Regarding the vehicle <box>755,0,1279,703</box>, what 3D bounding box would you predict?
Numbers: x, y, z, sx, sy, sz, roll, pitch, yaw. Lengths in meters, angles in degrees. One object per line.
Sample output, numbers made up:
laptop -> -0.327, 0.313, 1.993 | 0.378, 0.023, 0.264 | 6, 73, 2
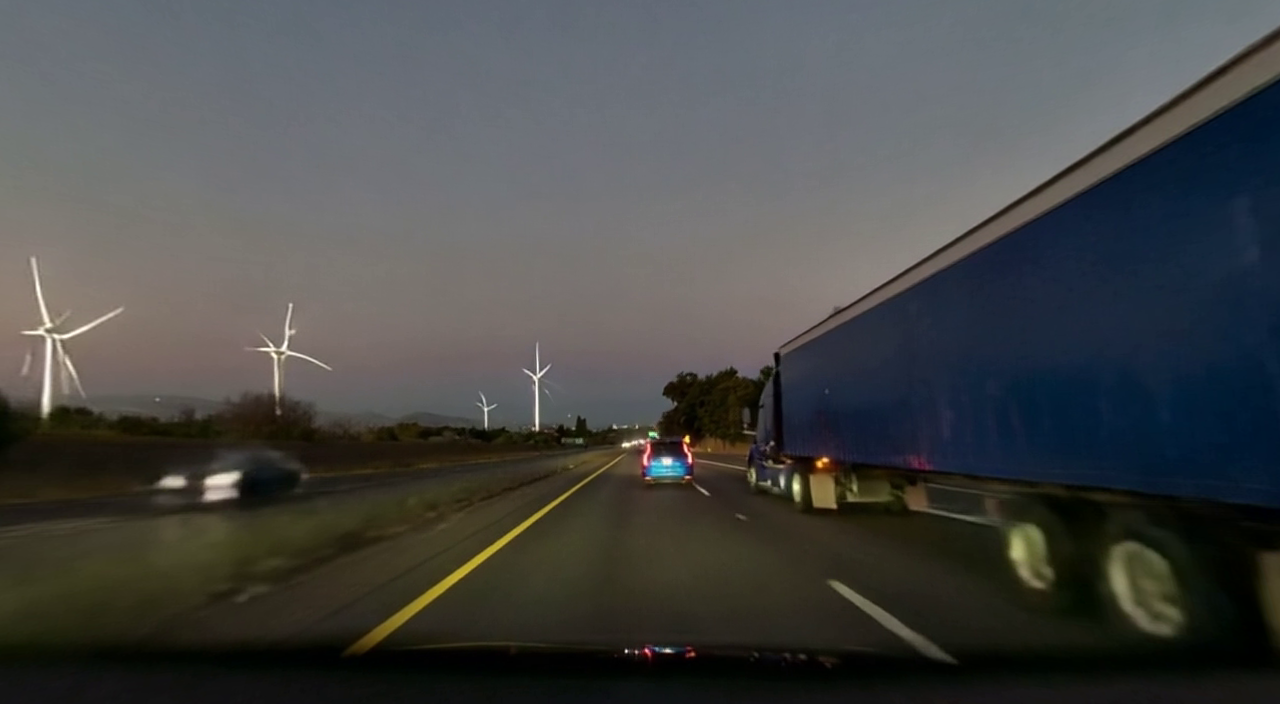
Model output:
vehicle -> 4.706, 0.588, 8.604 | 3.129, 4.126, 14.913 | 0, -8, -1

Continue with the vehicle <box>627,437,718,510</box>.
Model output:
vehicle -> 0.734, 3.046, 16.421 | 2.038, 1.624, 4.312 | 0, -8, 0

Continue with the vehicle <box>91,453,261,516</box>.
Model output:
vehicle -> -12.756, 3.621, 17.647 | 1.884, 1.480, 3.831 | 0, -8, -1
